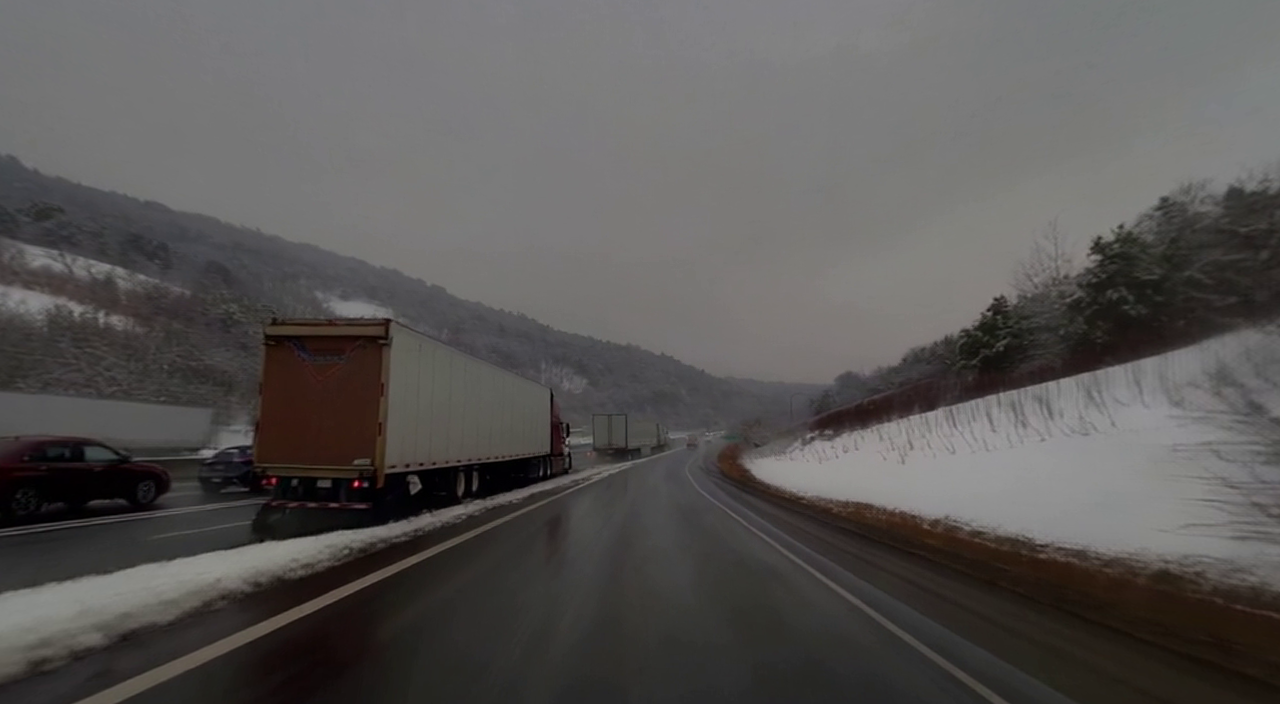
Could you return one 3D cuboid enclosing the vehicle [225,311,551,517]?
[{"bbox_3d":[-5.998,2.305,19.655,2.848,4.067,14.314,-1,-9,6],"label":"vehicle"}]

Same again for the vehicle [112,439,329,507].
[{"bbox_3d":[-10.617,3.099,16.558,1.925,1.493,4.864,-1,-9,8],"label":"vehicle"}]

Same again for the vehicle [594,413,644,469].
[{"bbox_3d":[-1.315,6.365,44.502,2.968,3.439,10.174,0,-9,1],"label":"vehicle"}]

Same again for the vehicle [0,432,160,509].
[{"bbox_3d":[-14.723,2.873,15.588,1.943,1.662,4.283,-1,-9,7],"label":"vehicle"}]
